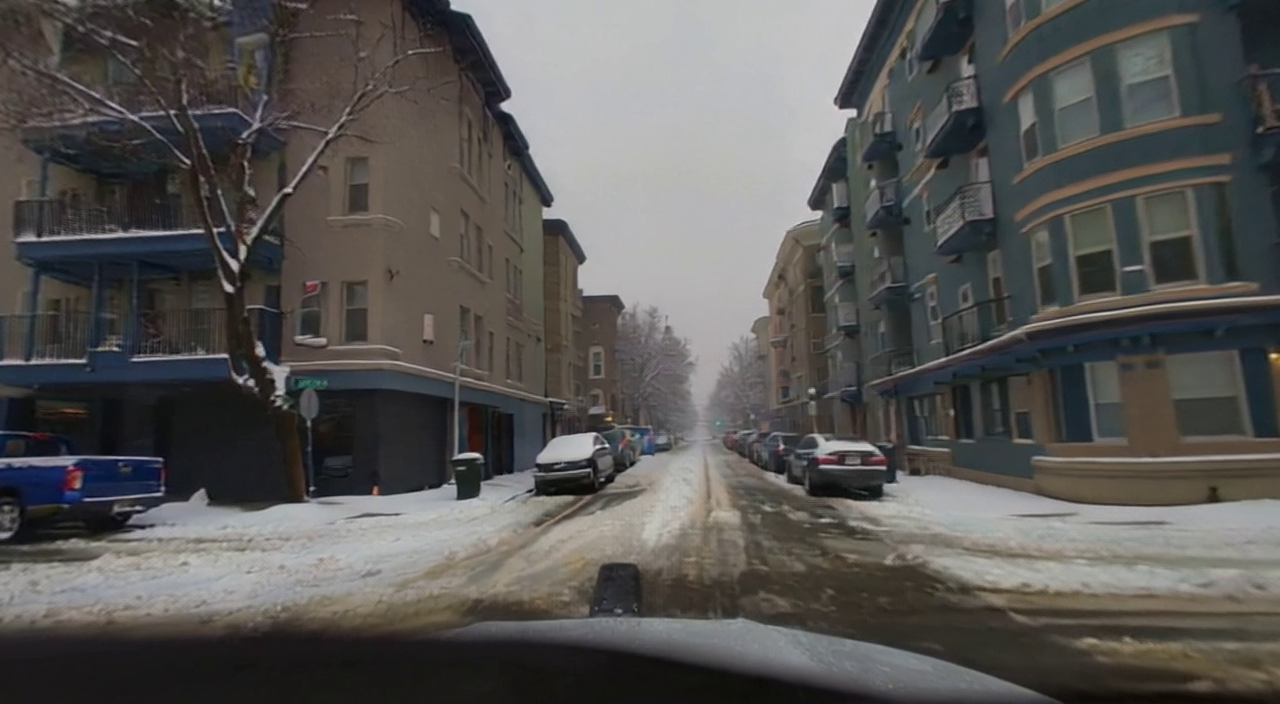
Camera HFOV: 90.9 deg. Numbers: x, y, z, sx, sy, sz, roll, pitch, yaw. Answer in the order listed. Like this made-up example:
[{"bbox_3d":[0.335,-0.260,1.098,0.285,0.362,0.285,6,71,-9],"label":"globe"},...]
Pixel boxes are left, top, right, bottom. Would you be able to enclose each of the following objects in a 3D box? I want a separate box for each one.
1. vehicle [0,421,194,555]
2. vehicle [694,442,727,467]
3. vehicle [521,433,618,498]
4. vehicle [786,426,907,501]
[{"bbox_3d":[-9.475,1.857,9.068,4.679,1.631,2.025,-1,-8,6],"label":"vehicle"},{"bbox_3d":[5.228,7.542,46.679,2.341,1.675,4.360,-1,-8,6],"label":"vehicle"},{"bbox_3d":[-1.672,2.830,16.188,1.882,1.459,3.518,-1,-8,3],"label":"vehicle"},{"bbox_3d":[4.798,2.611,15.217,1.868,1.544,3.869,-1,-8,4],"label":"vehicle"}]
